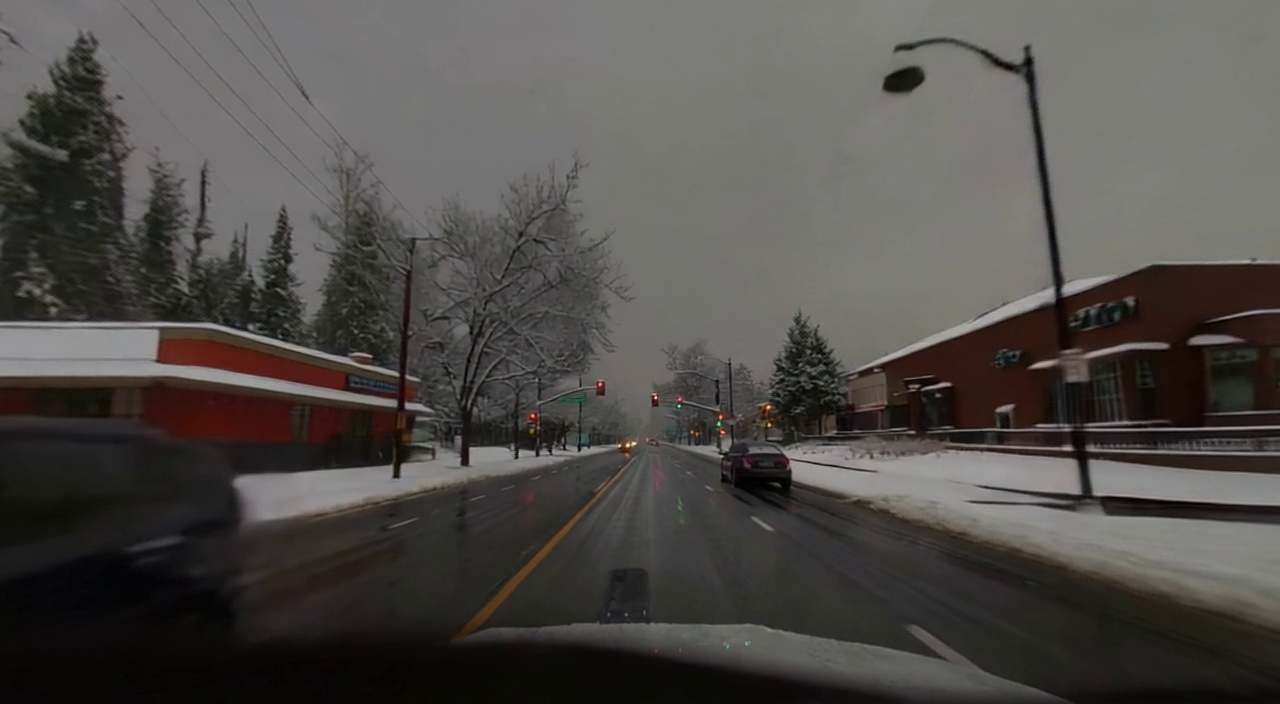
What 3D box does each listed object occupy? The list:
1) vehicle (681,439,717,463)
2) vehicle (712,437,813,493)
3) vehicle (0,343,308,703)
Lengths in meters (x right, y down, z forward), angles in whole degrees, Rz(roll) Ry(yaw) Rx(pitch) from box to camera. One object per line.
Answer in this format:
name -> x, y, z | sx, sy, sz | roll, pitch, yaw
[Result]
vehicle -> 4.147, 7.061, 45.007 | 2.035, 1.564, 4.719 | 0, -9, 0
vehicle -> 3.572, 3.393, 19.353 | 2.072, 1.471, 4.834 | 0, -9, -1
vehicle -> -3.049, 0.746, 1.423 | 2.109, 1.681, 4.417 | 0, -9, 1
